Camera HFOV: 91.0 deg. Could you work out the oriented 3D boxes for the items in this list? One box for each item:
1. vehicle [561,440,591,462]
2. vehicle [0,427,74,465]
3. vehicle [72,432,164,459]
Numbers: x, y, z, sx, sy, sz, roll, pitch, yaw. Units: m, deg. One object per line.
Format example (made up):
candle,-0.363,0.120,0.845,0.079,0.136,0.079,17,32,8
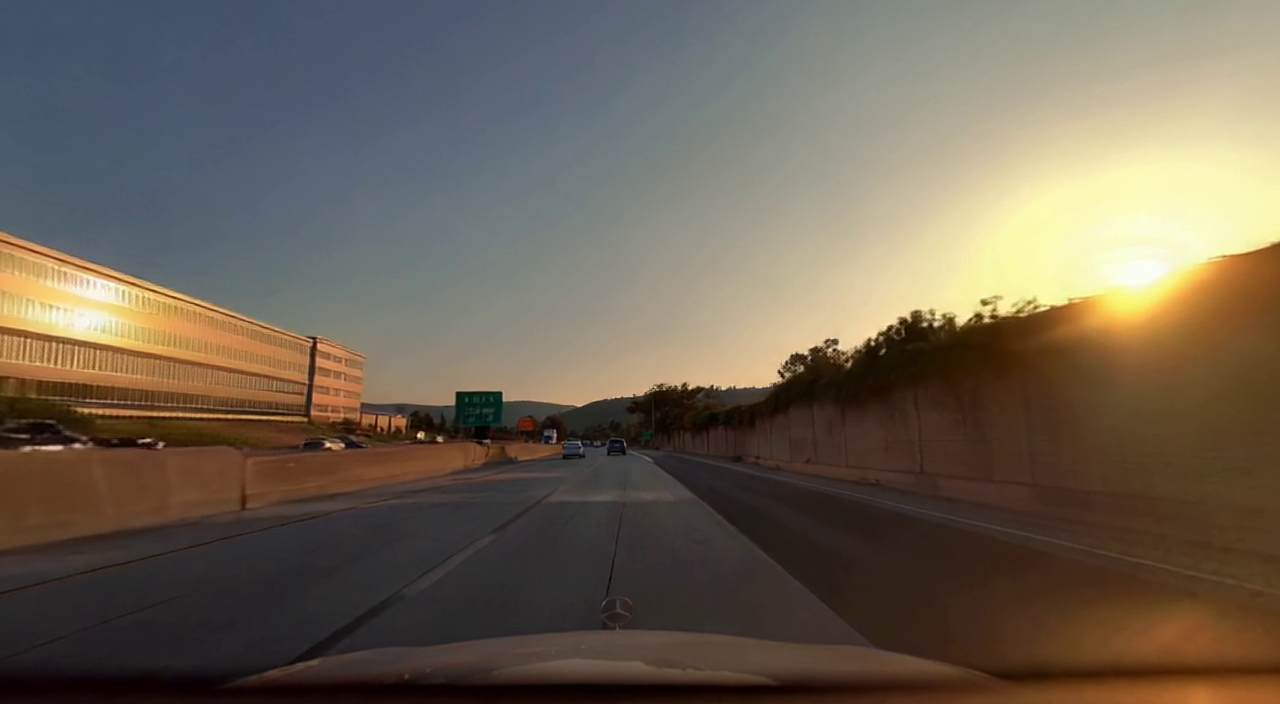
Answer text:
vehicle,-4.806,7.462,47.813,2.045,1.547,4.162,0,-8,-2
vehicle,-30.026,4.432,29.694,4.484,1.727,1.980,0,-8,-5
vehicle,-30.346,5.435,36.670,3.552,1.415,1.847,3,-7,-6
